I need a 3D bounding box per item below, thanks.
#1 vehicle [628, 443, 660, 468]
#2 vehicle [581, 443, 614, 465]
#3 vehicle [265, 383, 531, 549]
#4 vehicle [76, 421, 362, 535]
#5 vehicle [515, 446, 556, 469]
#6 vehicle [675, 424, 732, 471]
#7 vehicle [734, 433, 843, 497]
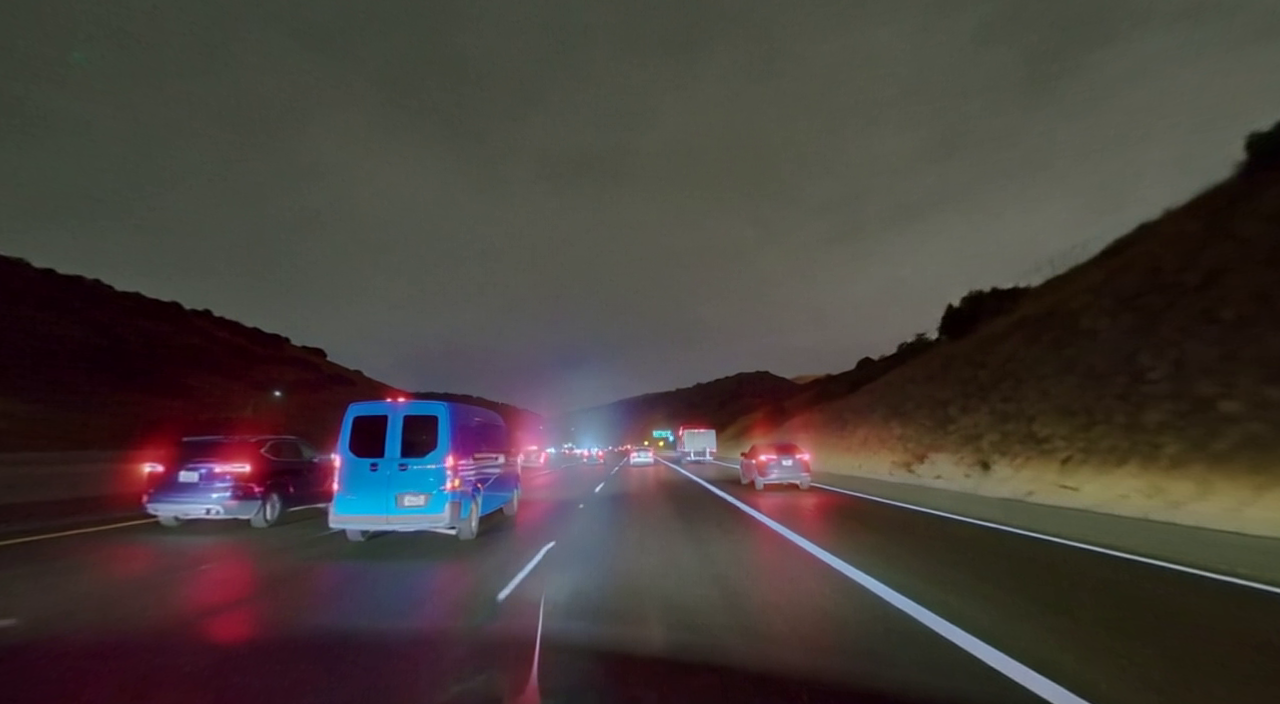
[{"bbox_3d":[0.242,6.755,41.346,2.014,1.543,3.804,0,-9,0],"label":"vehicle"},{"bbox_3d":[-3.168,7.726,47.697,2.138,1.581,4.340,0,-9,0],"label":"vehicle"},{"bbox_3d":[-3.739,1.960,11.359,2.421,2.203,5.775,0,-9,1],"label":"vehicle"},{"bbox_3d":[-7.498,2.291,12.073,2.054,1.715,4.928,0,-9,0],"label":"vehicle"},{"bbox_3d":[-7.105,7.205,43.243,2.021,1.500,4.512,0,-9,-1],"label":"vehicle"},{"bbox_3d":[3.974,6.280,41.322,2.877,2.730,7.831,0,-9,0],"label":"vehicle"},{"bbox_3d":[4.043,3.167,17.943,2.051,1.598,4.145,0,-9,-1],"label":"vehicle"}]
